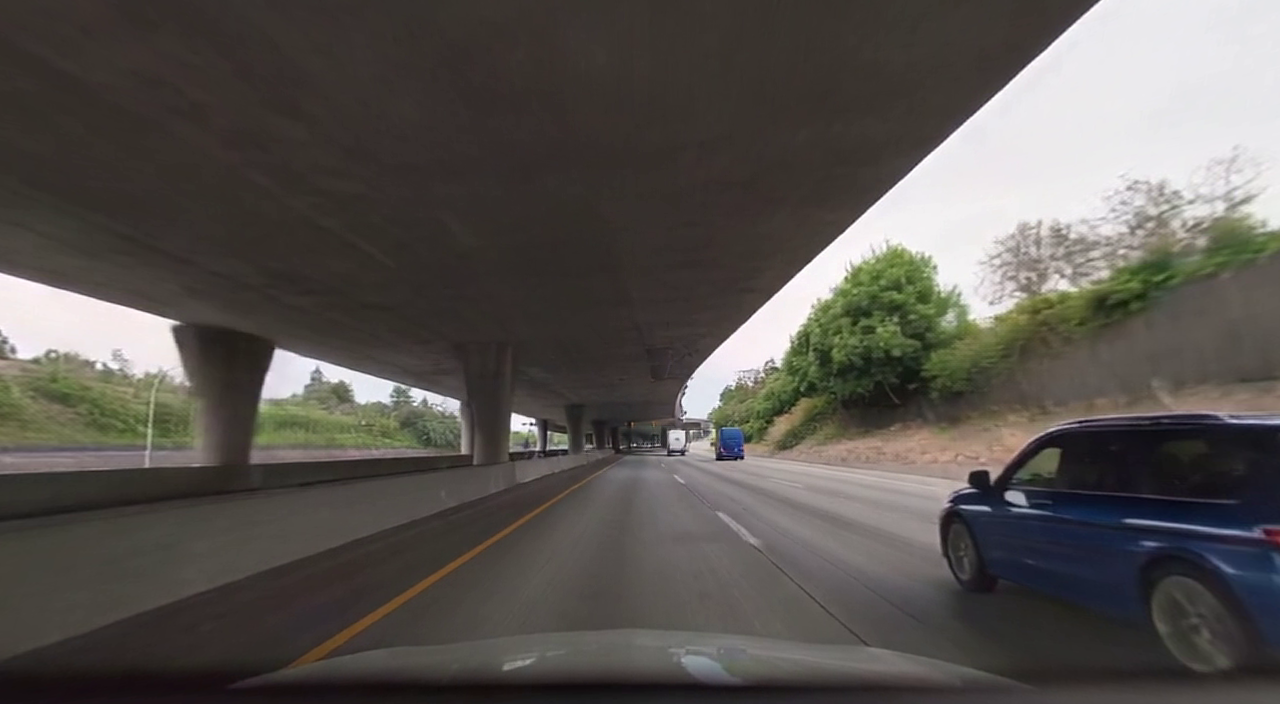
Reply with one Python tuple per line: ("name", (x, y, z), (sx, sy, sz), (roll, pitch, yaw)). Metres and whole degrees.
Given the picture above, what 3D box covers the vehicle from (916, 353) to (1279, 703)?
("vehicle", (4.004, 1.065, 4.309), (2.148, 1.691, 4.443), (0, -9, -1))
